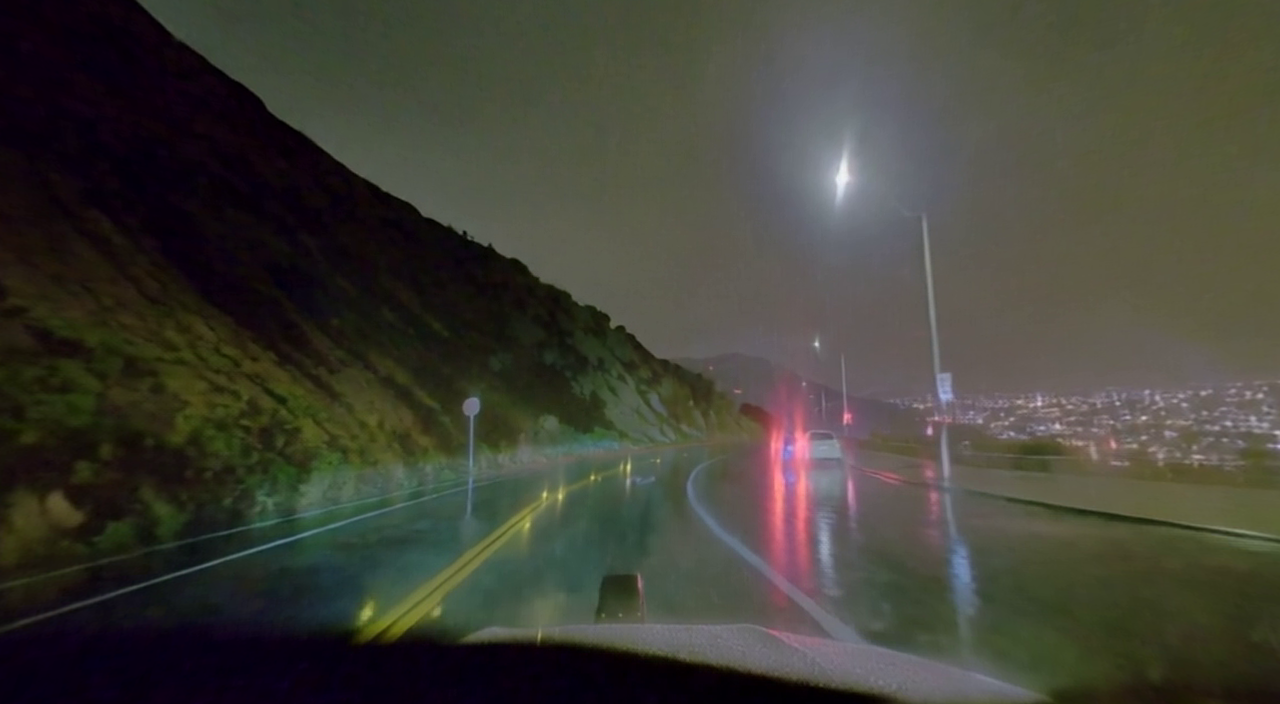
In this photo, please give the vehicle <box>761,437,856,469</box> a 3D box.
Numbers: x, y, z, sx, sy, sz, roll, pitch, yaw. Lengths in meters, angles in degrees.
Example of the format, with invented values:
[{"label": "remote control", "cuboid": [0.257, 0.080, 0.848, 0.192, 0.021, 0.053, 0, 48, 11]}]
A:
[{"label": "vehicle", "cuboid": [9.036, 5.345, 33.785, 4.963, 1.585, 2.155, 5, -9, -34]}]
